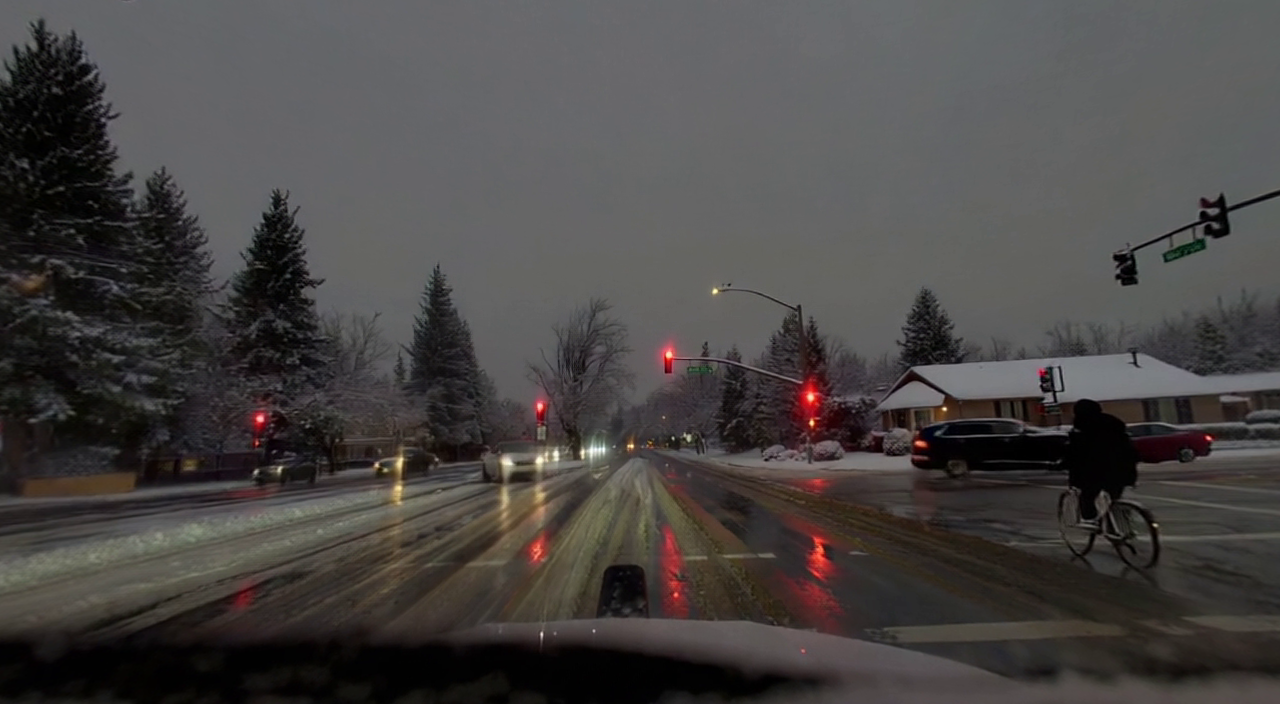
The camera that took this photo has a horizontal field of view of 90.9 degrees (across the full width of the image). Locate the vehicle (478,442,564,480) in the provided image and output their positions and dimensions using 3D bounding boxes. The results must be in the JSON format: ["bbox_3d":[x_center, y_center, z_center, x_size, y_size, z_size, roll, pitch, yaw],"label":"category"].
[{"bbox_3d":[-5.250,4.672,27.334,2.017,1.496,4.749,5,-10,-32],"label":"vehicle"}]

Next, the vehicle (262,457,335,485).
[{"bbox_3d":[-20.797,7.244,38.626,1.872,1.455,4.576,0,-9,0],"label":"vehicle"}]

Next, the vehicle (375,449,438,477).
[{"bbox_3d":[-13.466,6.387,36.595,1.973,1.511,4.299,0,-9,0],"label":"vehicle"}]

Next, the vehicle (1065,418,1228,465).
[{"bbox_3d":[17.375,3.100,21.774,3.969,1.493,1.823,0,-9,1],"label":"vehicle"}]

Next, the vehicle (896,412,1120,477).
[{"bbox_3d":[10.590,2.760,18.664,5.188,1.731,2.191,-2,-9,14],"label":"vehicle"}]
